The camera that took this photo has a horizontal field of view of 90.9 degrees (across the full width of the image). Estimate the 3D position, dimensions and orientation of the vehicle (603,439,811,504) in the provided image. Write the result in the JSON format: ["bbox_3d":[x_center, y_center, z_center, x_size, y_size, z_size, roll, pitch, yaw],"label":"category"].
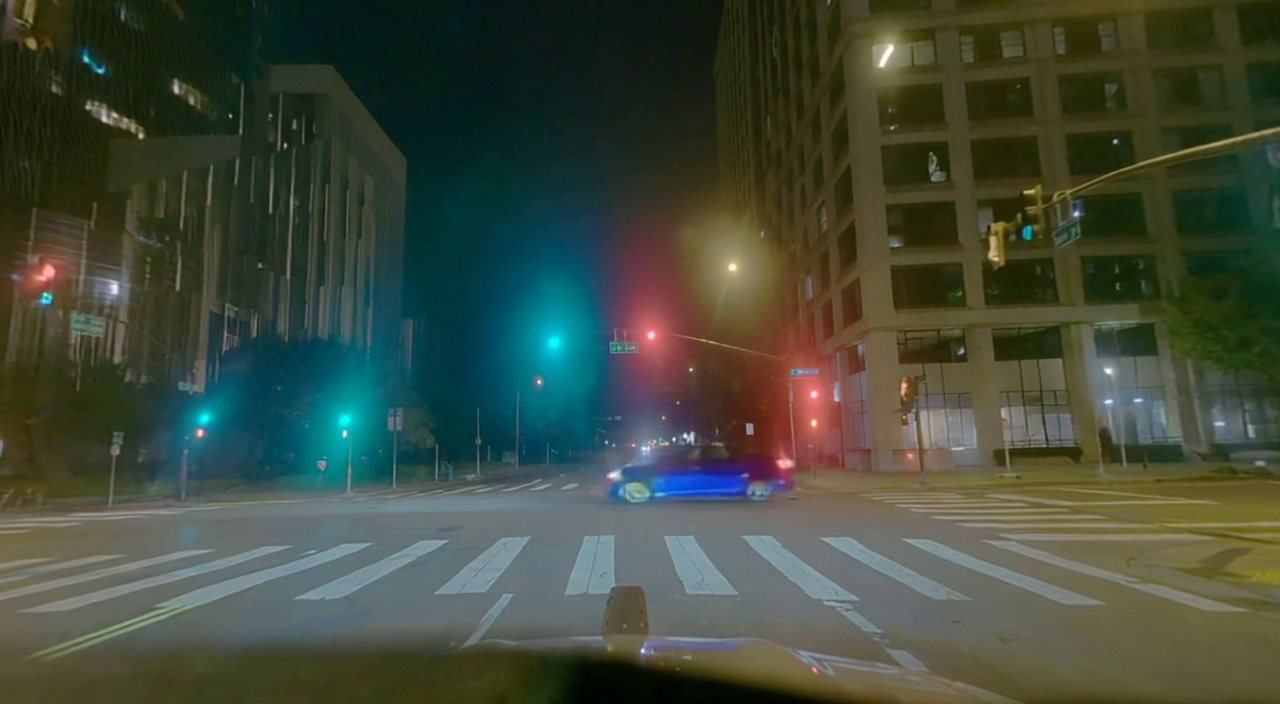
[{"bbox_3d":[1.571,2.953,15.786,4.847,1.484,1.926,0,-8,1],"label":"vehicle"}]
